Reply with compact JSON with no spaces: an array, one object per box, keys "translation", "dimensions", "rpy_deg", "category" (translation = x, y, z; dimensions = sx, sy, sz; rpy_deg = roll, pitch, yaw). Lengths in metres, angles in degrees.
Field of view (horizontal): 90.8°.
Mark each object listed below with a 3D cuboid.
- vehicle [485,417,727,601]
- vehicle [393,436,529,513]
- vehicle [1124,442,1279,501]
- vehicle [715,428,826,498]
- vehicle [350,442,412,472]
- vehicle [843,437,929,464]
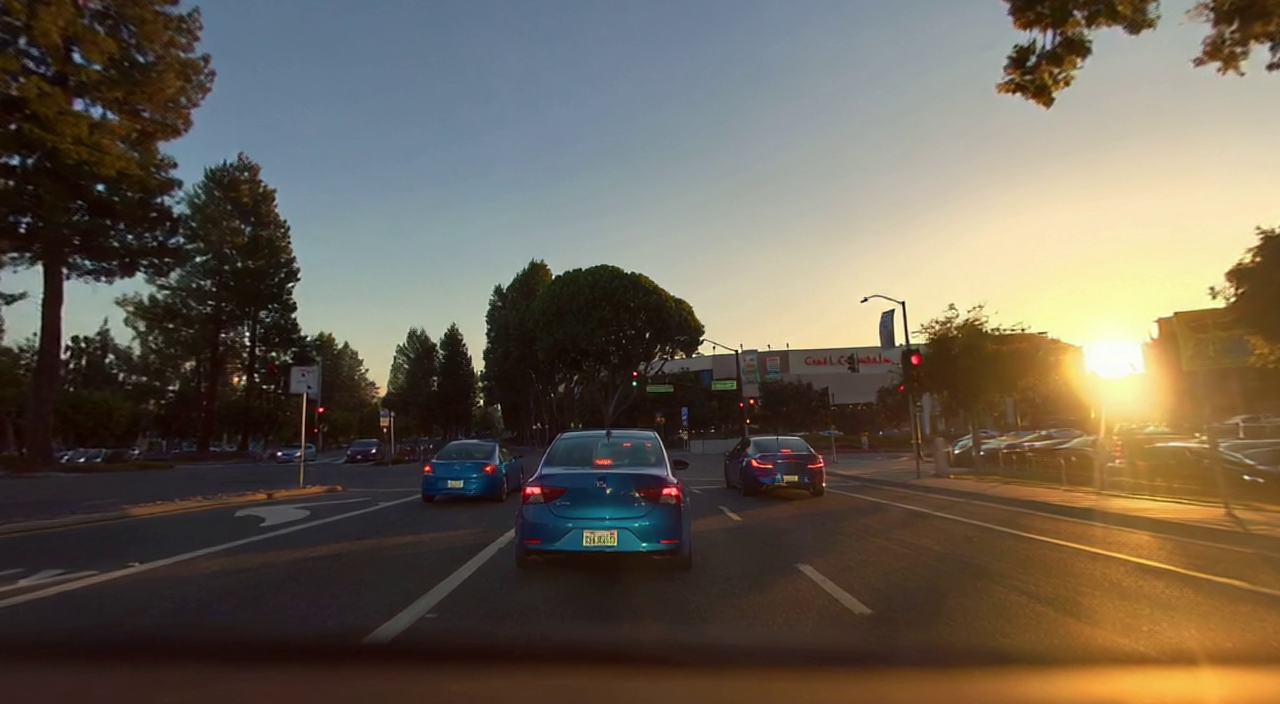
[{"translation":[-0.354,1.643,7.524],"dimensions":[2.045,1.533,4.183],"rpy_deg":[0,-8,-2],"category":"vehicle"},{"translation":[-3.769,2.629,14.065],"dimensions":[1.998,1.452,3.773],"rpy_deg":[0,-8,-1],"category":"vehicle"},{"translation":[15.189,3.029,16.266],"dimensions":[3.951,1.418,1.842],"rpy_deg":[0,-8,-3],"category":"vehicle"},{"translation":[3.428,3.007,17.504],"dimensions":[2.028,1.678,4.220],"rpy_deg":[0,-8,-2],"category":"vehicle"},{"translation":[-16.614,6.749,40.791],"dimensions":[2.101,1.776,4.550],"rpy_deg":[0,-8,-1],"category":"vehicle"},{"translation":[15.014,6.018,38.651],"dimensions":[4.419,1.619,1.894],"rpy_deg":[1,-9,-8],"category":"vehicle"}]
